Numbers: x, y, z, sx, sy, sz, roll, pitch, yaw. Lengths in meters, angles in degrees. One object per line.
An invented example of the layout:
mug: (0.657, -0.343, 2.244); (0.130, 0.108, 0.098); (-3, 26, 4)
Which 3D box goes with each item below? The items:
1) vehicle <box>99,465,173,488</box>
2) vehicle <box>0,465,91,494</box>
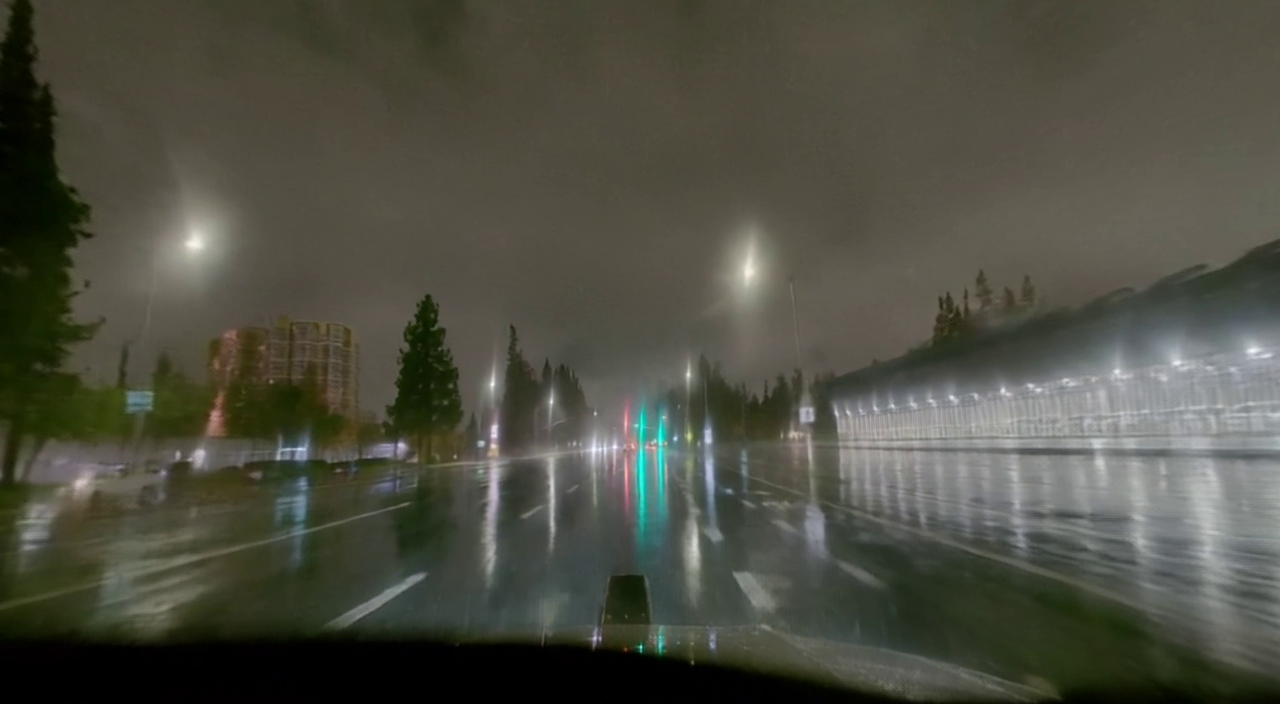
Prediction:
vehicle: (-37.456, 9.256, 47.005); (1.815, 1.467, 4.436); (0, -8, 0)
vehicle: (-37.539, 8.021, 39.859); (1.819, 1.589, 4.040); (0, -8, 1)
